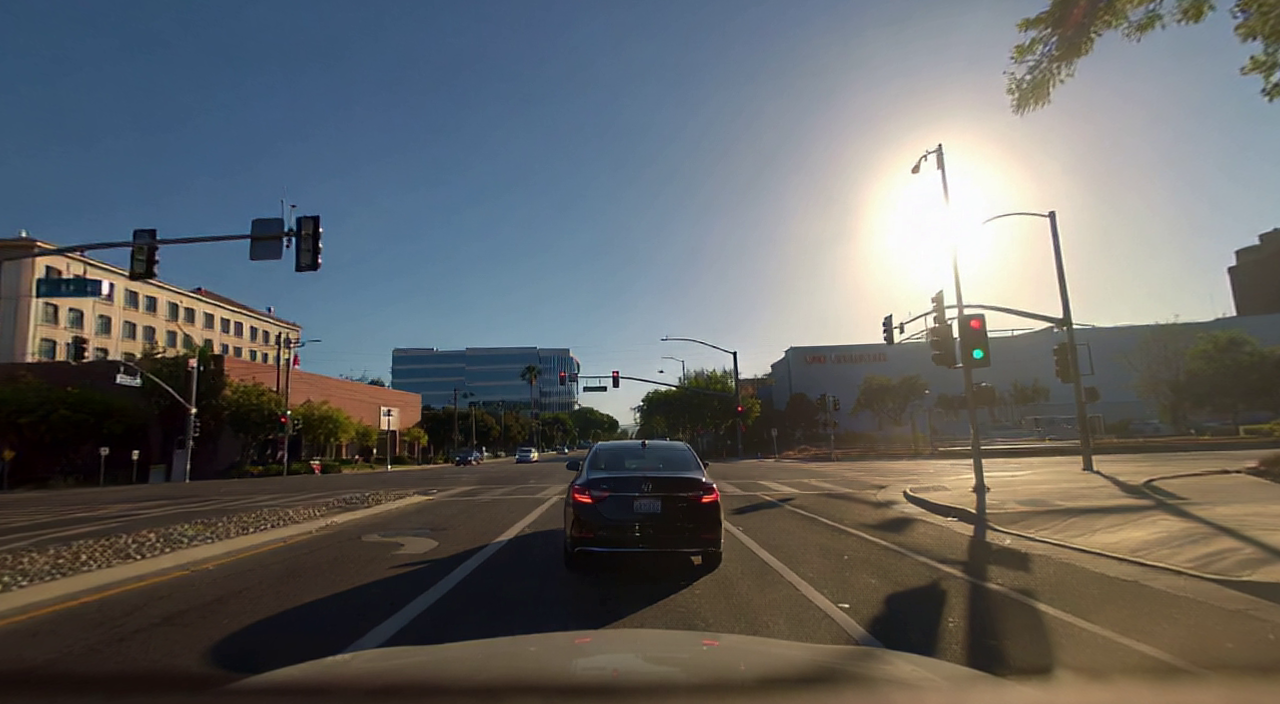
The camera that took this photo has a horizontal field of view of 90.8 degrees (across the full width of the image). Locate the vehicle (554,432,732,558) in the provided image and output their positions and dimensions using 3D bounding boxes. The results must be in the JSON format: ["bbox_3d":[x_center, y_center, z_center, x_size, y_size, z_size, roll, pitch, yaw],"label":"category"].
[{"bbox_3d":[0.002,1.996,9.520,2.107,1.470,3.974,0,-9,-1],"label":"vehicle"}]
